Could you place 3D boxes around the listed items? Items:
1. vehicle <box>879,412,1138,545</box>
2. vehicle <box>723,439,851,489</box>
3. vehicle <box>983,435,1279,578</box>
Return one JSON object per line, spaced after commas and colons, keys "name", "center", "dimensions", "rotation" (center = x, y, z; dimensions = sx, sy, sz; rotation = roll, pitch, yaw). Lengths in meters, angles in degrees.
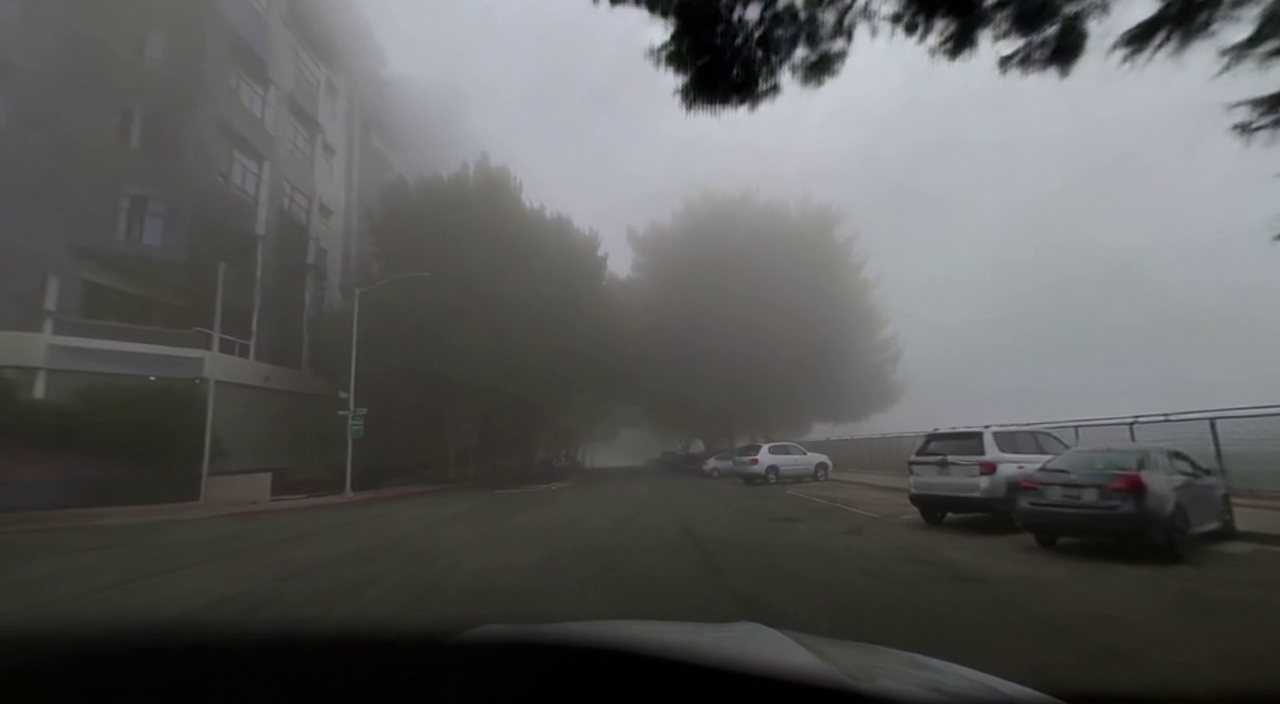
{"name": "vehicle", "center": [6.817, 2.204, 11.539], "dimensions": [4.892, 1.927, 2.065], "rotation": [6, -11, -35]}
{"name": "vehicle", "center": [6.382, 4.780, 27.314], "dimensions": [5.061, 1.829, 2.274], "rotation": [2, -10, -29]}
{"name": "vehicle", "center": [6.939, 1.937, 8.661], "dimensions": [4.402, 1.474, 1.957], "rotation": [6, -11, -33]}
